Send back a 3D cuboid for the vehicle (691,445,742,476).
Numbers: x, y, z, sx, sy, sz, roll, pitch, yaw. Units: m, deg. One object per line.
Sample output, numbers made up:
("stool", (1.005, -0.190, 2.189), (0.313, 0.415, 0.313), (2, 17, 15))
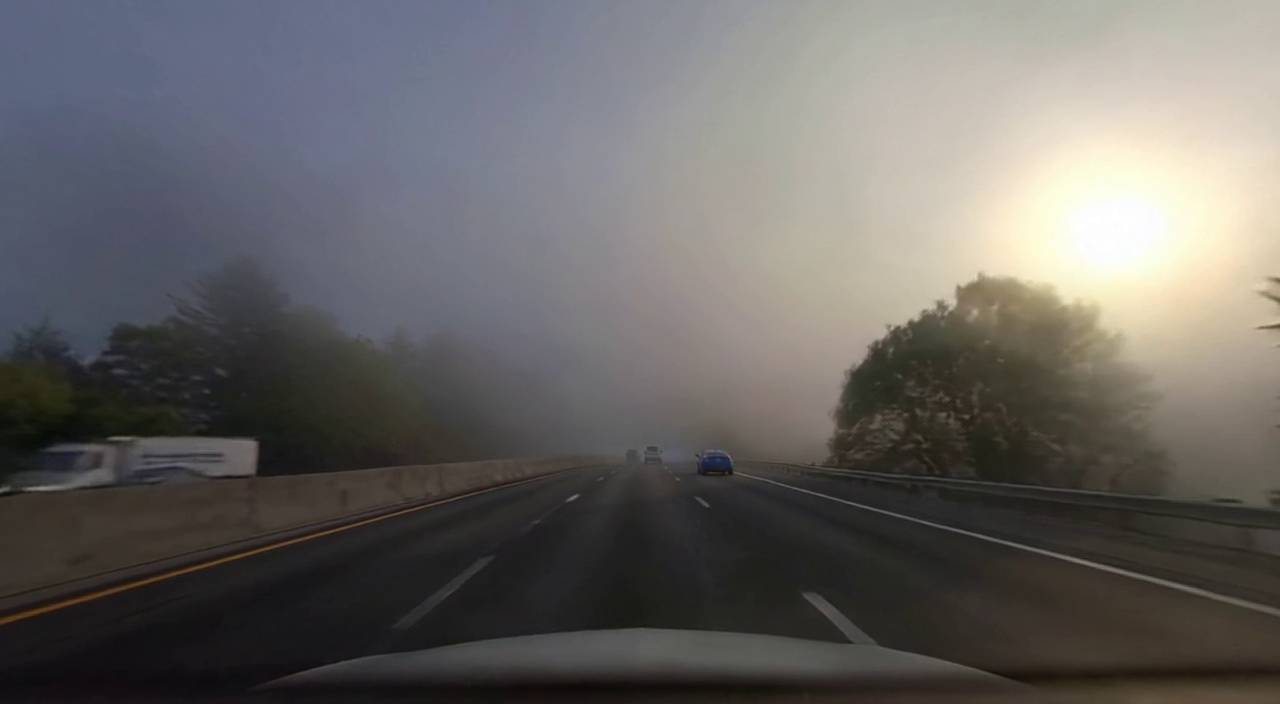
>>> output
("vehicle", (4.037, 5.816, 33.888), (2.175, 1.574, 3.943), (0, -9, 0))
